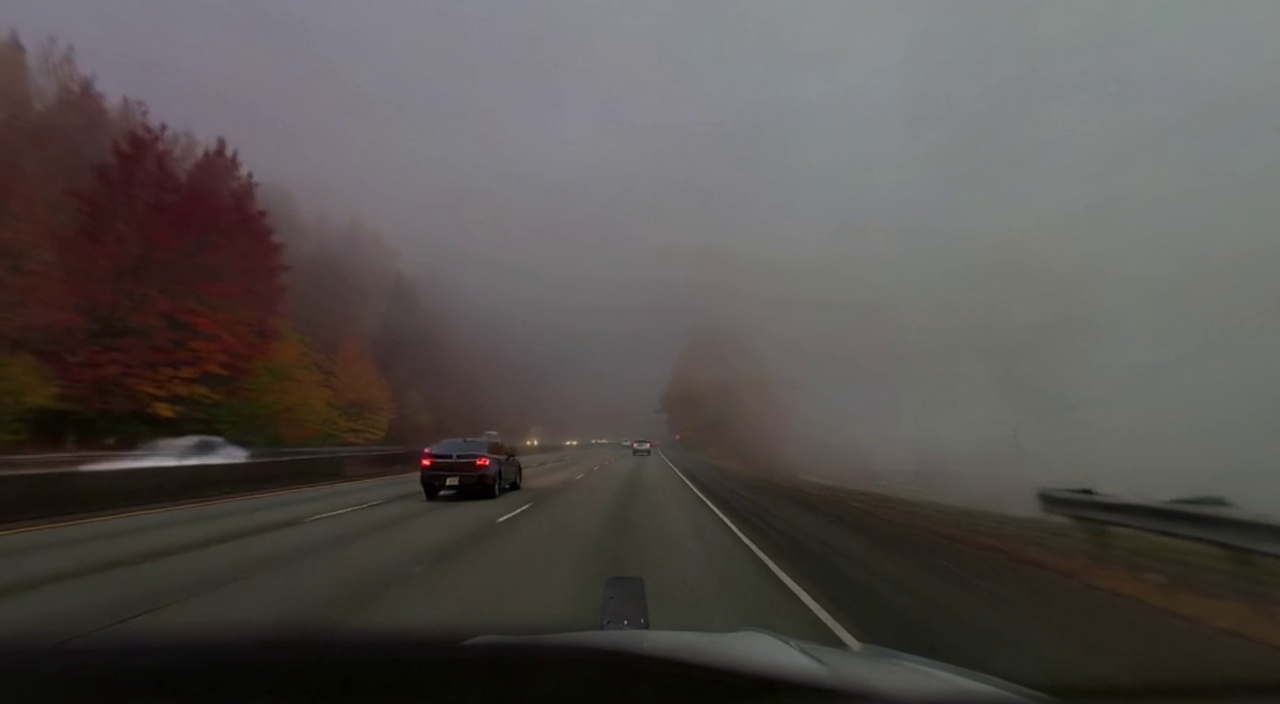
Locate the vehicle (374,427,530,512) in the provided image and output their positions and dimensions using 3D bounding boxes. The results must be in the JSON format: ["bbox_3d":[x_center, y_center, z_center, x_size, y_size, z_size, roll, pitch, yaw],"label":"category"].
[{"bbox_3d":[-4.071,2.618,14.586,2.123,1.643,4.479,0,-8,1],"label":"vehicle"}]

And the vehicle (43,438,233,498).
[{"bbox_3d":[-15.528,3.569,19.910,2.010,1.645,4.728,0,-8,1],"label":"vehicle"}]
